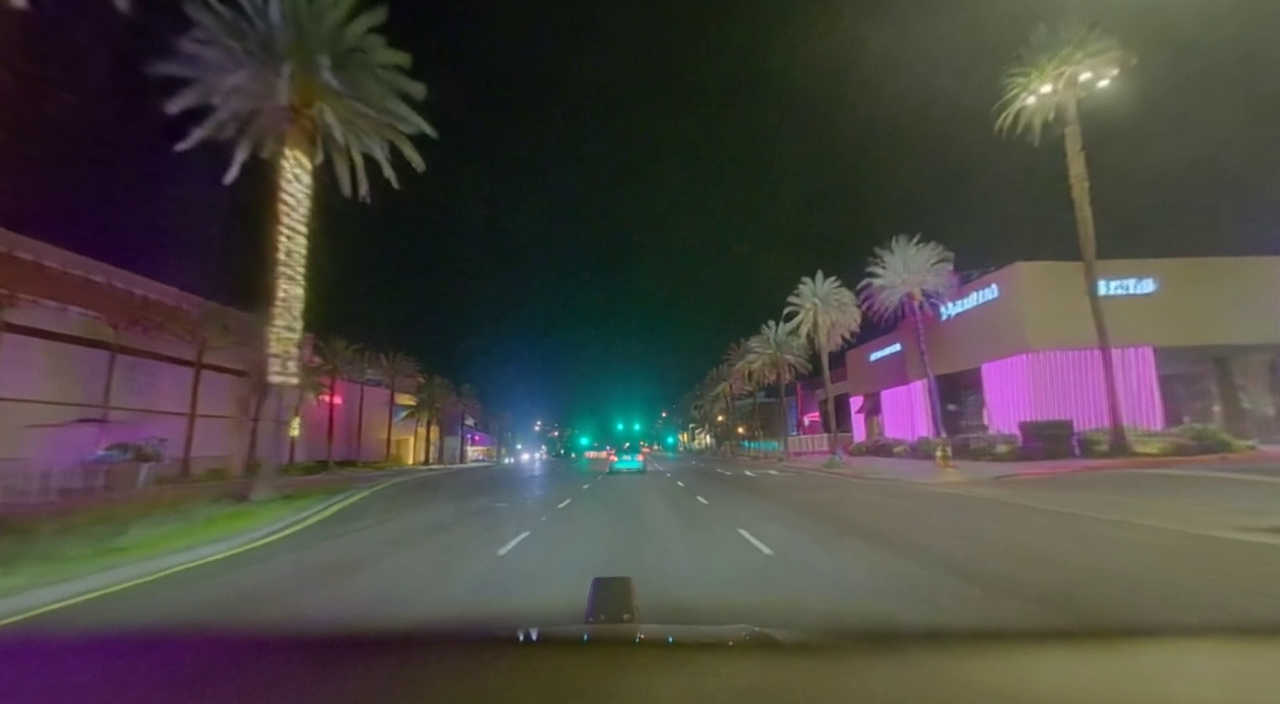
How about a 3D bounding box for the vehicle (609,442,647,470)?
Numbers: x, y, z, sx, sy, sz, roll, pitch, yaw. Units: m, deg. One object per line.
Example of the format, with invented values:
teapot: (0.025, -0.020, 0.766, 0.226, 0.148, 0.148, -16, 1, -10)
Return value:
vehicle: (-0.682, 6.586, 40.219, 2.160, 1.615, 4.117, -1, -9, 2)
